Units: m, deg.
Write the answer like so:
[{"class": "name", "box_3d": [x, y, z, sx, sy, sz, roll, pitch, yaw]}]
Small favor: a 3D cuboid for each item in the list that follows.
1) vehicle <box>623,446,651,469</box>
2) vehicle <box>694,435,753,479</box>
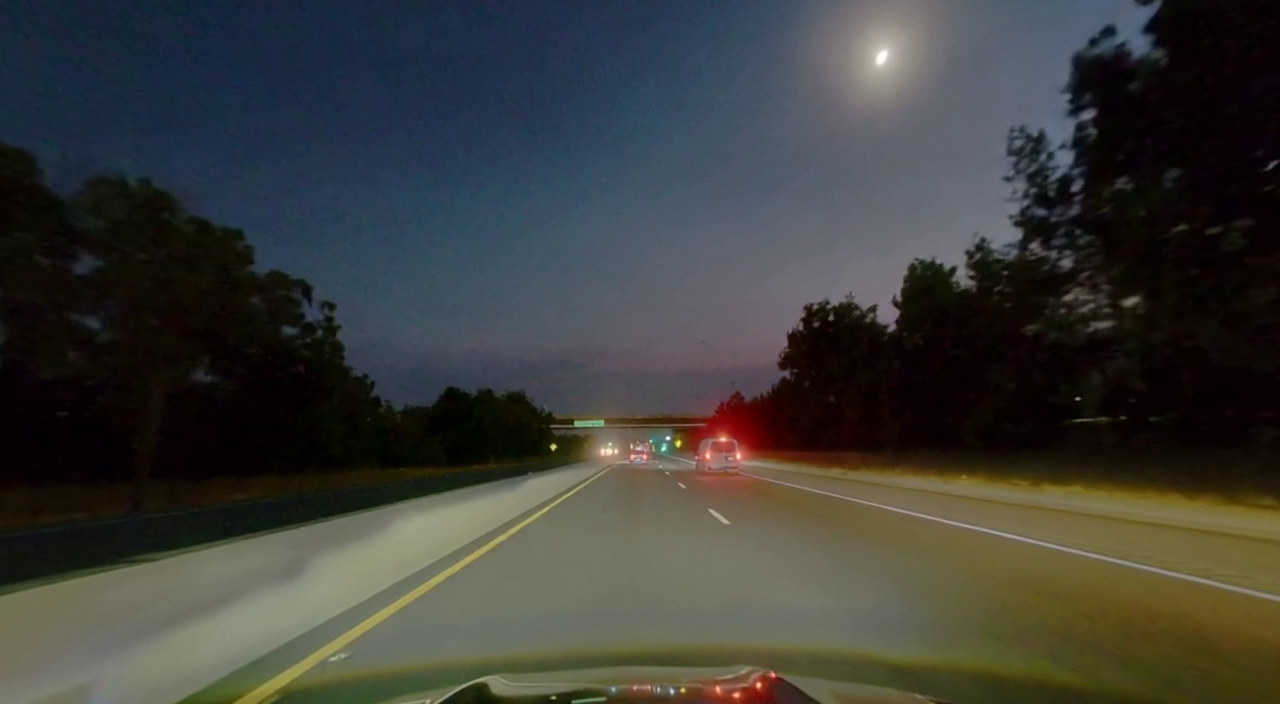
[{"class": "vehicle", "box_3d": [-0.184, 7.805, 46.656, 2.013, 1.584, 3.995, 0, -9, 0]}, {"class": "vehicle", "box_3d": [4.067, 5.220, 31.665, 2.152, 1.998, 5.380, 0, -9, -1]}]
